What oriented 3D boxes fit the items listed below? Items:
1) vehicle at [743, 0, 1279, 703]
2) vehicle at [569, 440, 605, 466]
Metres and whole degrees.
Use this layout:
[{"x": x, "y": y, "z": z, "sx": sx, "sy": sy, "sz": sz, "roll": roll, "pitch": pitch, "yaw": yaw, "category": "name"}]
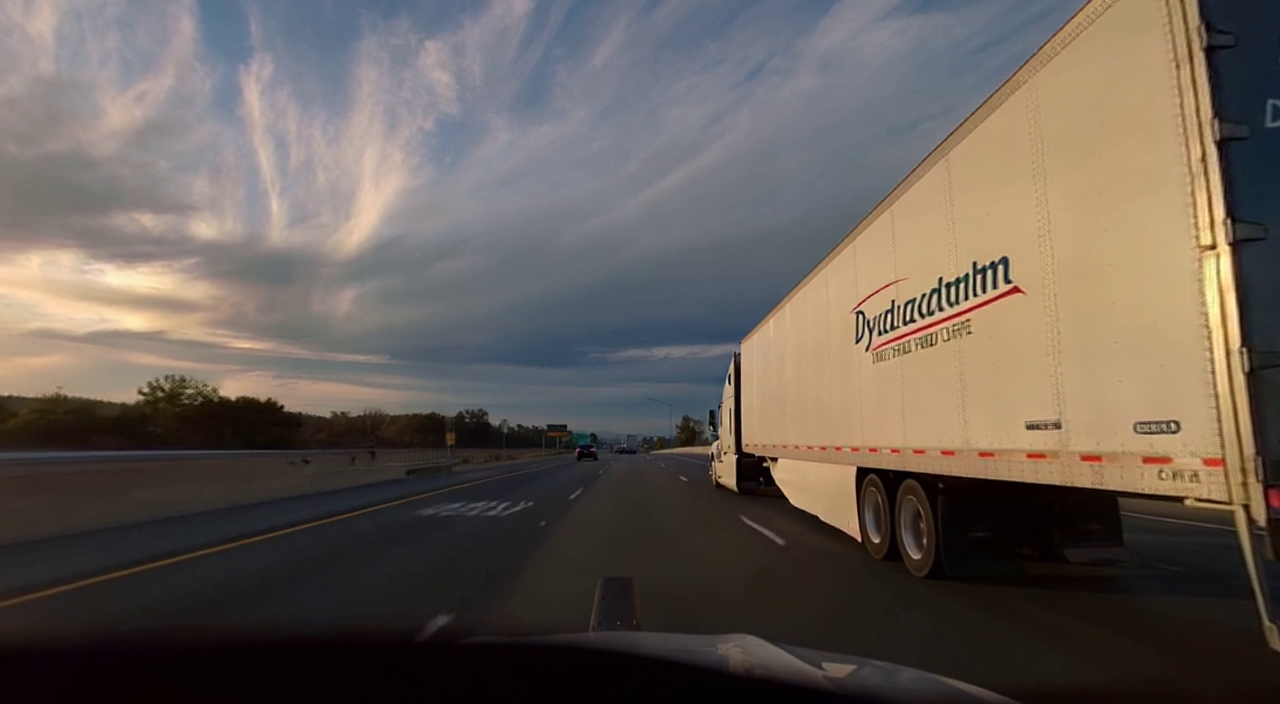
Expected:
[{"x": 4.031, "y": 0.517, "z": 9.305, "sx": 2.962, "sy": 4.132, "sz": 12.720, "roll": 0, "pitch": -8, "yaw": 0, "category": "vehicle"}, {"x": -3.427, "y": 6.638, "z": 41.715, "sx": 2.030, "sy": 1.657, "sz": 3.926, "roll": 0, "pitch": -8, "yaw": 0, "category": "vehicle"}]
